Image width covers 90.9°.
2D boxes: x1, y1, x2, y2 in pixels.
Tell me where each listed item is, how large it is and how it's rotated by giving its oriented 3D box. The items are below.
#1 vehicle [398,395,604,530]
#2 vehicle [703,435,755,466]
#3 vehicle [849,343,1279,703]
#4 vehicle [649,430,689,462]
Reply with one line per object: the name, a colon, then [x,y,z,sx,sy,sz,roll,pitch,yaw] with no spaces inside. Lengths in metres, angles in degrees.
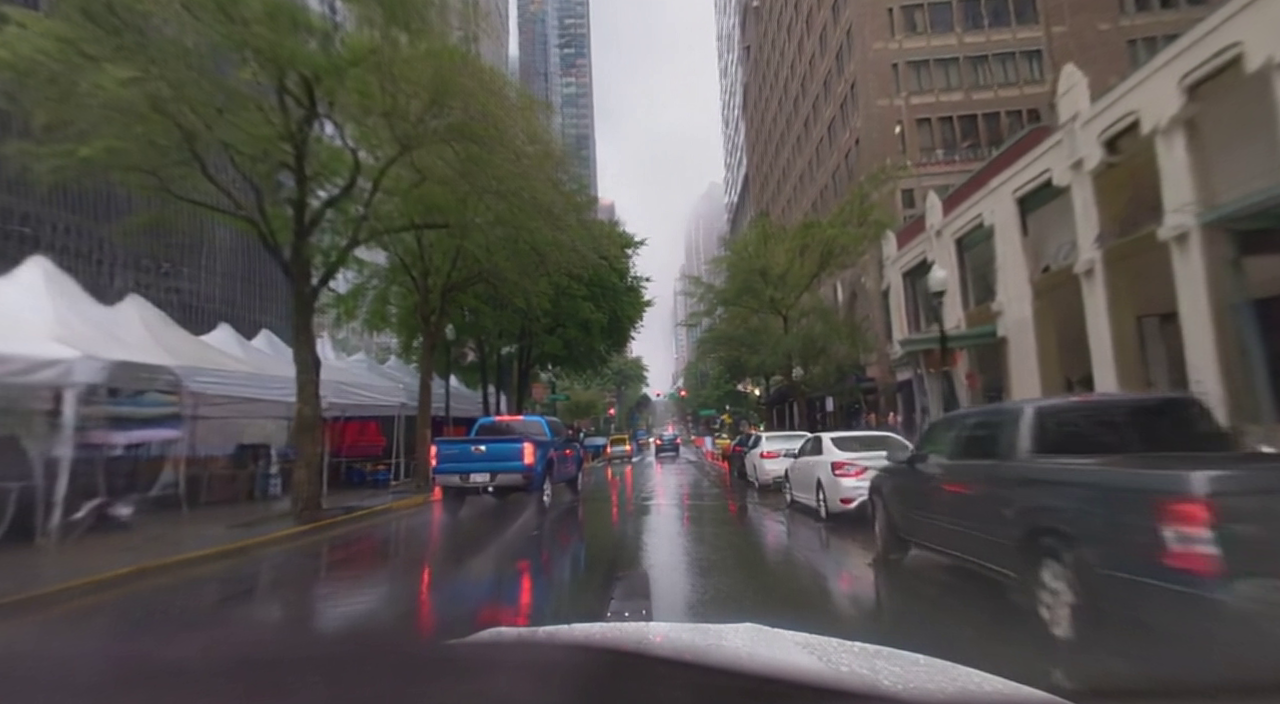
vehicle: [-2.201,2.041,12.126,2.452,1.954,5.653,-1,-8,2]
vehicle: [4.545,5.109,33.035,2.021,1.506,4.643,0,-7,0]
vehicle: [3.293,1.112,4.869,1.923,1.708,4.239,0,-8,1]
vehicle: [1.707,5.615,37.693,2.183,1.784,4.317,-1,-8,2]
